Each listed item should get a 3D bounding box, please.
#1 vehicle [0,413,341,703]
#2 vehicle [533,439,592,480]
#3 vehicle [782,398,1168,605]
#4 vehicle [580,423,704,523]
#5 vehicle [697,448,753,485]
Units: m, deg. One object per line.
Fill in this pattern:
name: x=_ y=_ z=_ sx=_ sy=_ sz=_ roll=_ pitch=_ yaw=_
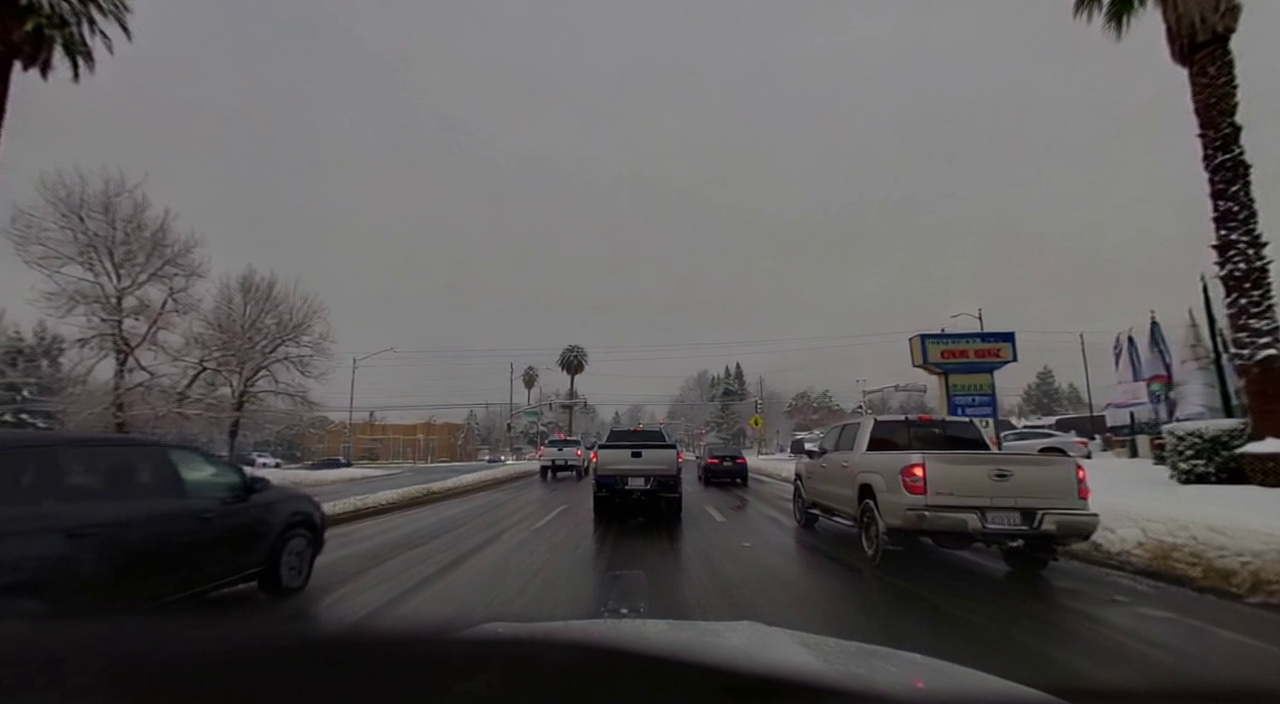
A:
vehicle: x=-4.121 y=1.212 z=4.099 sx=1.983 sy=1.502 sz=4.720 roll=0 pitch=-8 yaw=0
vehicle: x=-3.609 y=5.096 z=30.108 sx=2.071 sy=1.811 sz=4.605 roll=0 pitch=-8 yaw=2
vehicle: x=3.602 y=1.736 z=8.404 sx=2.120 sy=1.828 sz=5.531 roll=0 pitch=-8 yaw=0
vehicle: x=0.089 y=2.656 z=14.451 sx=2.295 sy=1.835 sz=5.471 roll=0 pitch=-8 yaw=1
vehicle: x=3.574 y=4.883 z=27.086 sx=1.901 sy=1.401 sz=3.965 roll=0 pitch=-8 yaw=1
